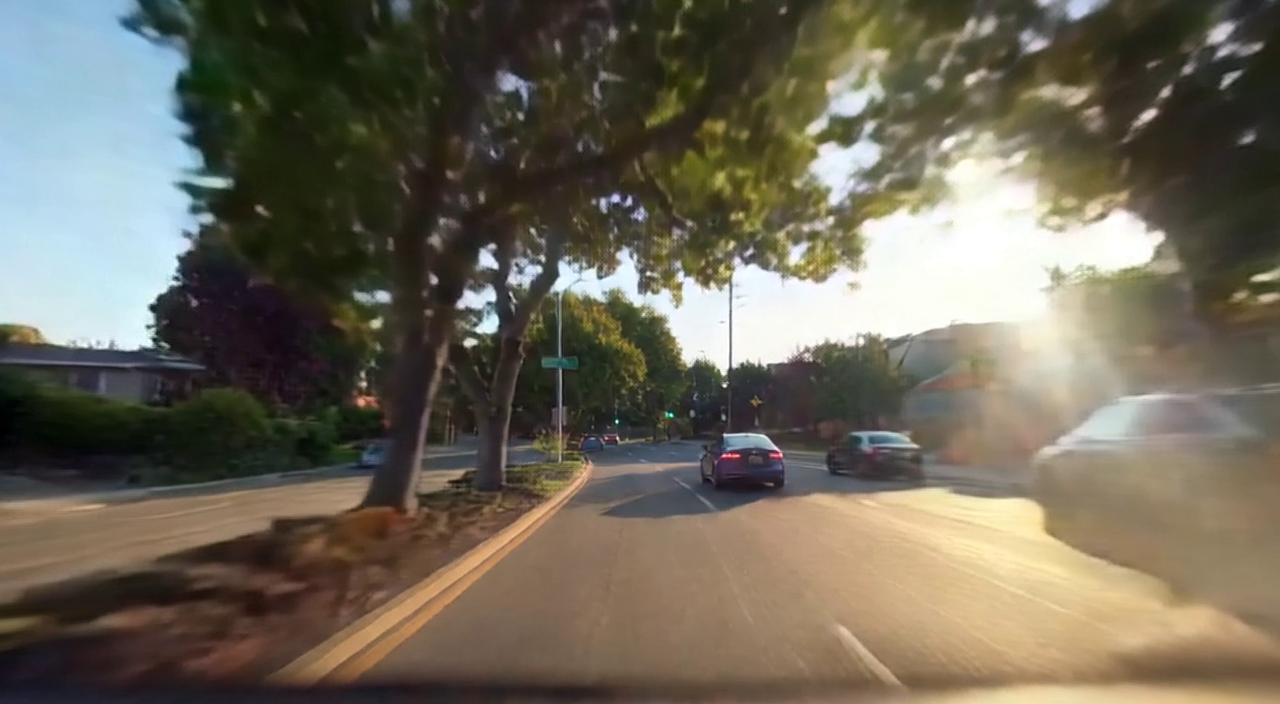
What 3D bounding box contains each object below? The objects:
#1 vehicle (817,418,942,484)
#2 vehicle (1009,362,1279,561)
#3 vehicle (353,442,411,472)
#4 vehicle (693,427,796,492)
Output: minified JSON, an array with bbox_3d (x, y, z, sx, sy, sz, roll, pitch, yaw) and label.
[{"bbox_3d":[6.648,2.809,18.058,2.008,1.614,4.369,-1,-8,3],"label":"vehicle"},{"bbox_3d":[7.039,1.275,7.663,2.065,1.861,4.704,0,-8,-2],"label":"vehicle"},{"bbox_3d":[-15.099,6.151,37.161,1.949,1.642,4.376,0,-8,-6],"label":"vehicle"},{"bbox_3d":[2.640,2.844,17.005,1.960,1.479,4.086,0,-8,-2],"label":"vehicle"}]
